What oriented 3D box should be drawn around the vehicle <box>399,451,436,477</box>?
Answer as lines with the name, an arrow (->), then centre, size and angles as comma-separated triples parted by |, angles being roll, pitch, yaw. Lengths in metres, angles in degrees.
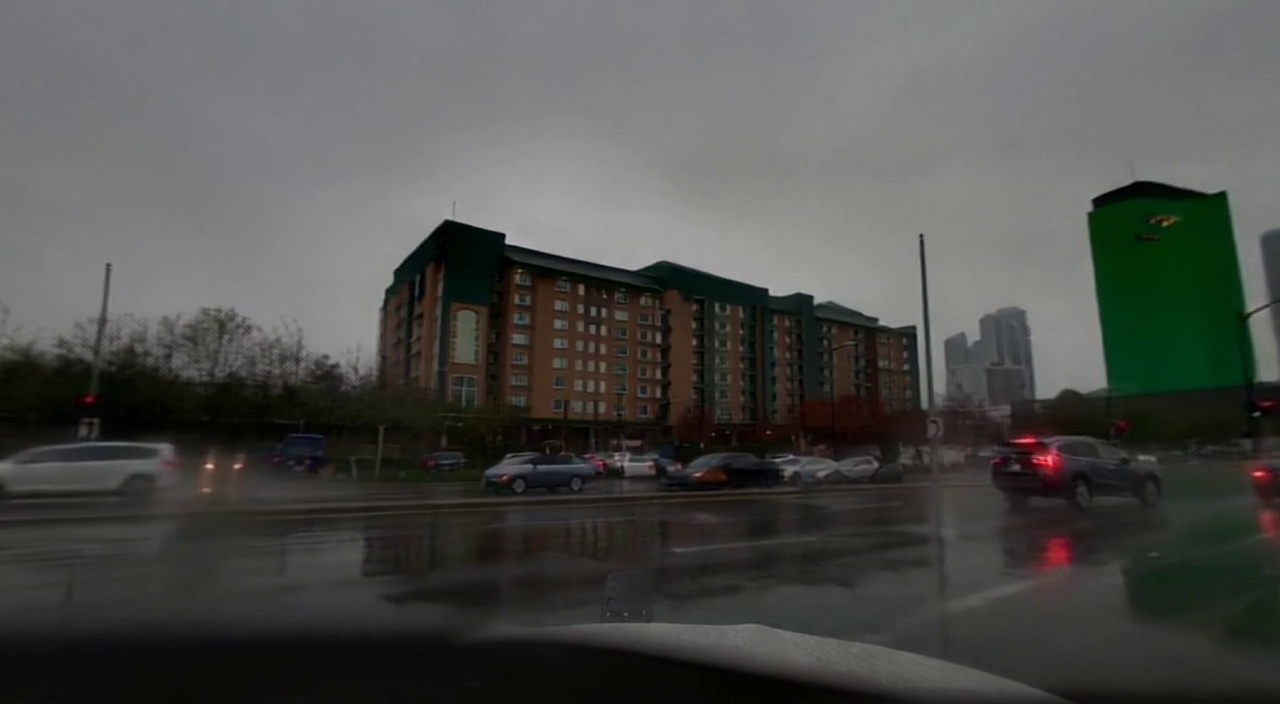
vehicle -> -14.554, 7.263, 41.119 | 1.845, 1.509, 3.855 | 4, -9, -25

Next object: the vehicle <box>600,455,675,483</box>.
vehicle -> -0.140, 7.084, 38.375 | 4.215, 1.575, 1.884 | 5, -10, -30

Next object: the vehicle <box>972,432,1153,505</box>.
vehicle -> 11.139, 2.985, 16.614 | 4.284, 1.692, 2.031 | 4, -9, -27

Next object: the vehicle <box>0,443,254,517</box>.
vehicle -> -11.640, 2.760, 14.045 | 4.921, 1.453, 1.894 | 4, -9, -26

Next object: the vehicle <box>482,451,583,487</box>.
vehicle -> -5.972, 6.452, 35.062 | 5.127, 1.803, 2.011 | 4, -9, -27

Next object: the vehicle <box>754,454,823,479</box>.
vehicle -> 10.486, 8.025, 44.453 | 4.604, 1.600, 1.875 | 5, -10, -29

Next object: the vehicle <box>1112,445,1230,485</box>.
vehicle -> 21.831, 4.581, 25.885 | 4.795, 1.465, 1.882 | 4, -9, -27

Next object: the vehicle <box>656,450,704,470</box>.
vehicle -> 3.072, 8.437, 49.487 | 2.133, 1.494, 4.108 | 4, -9, -24
